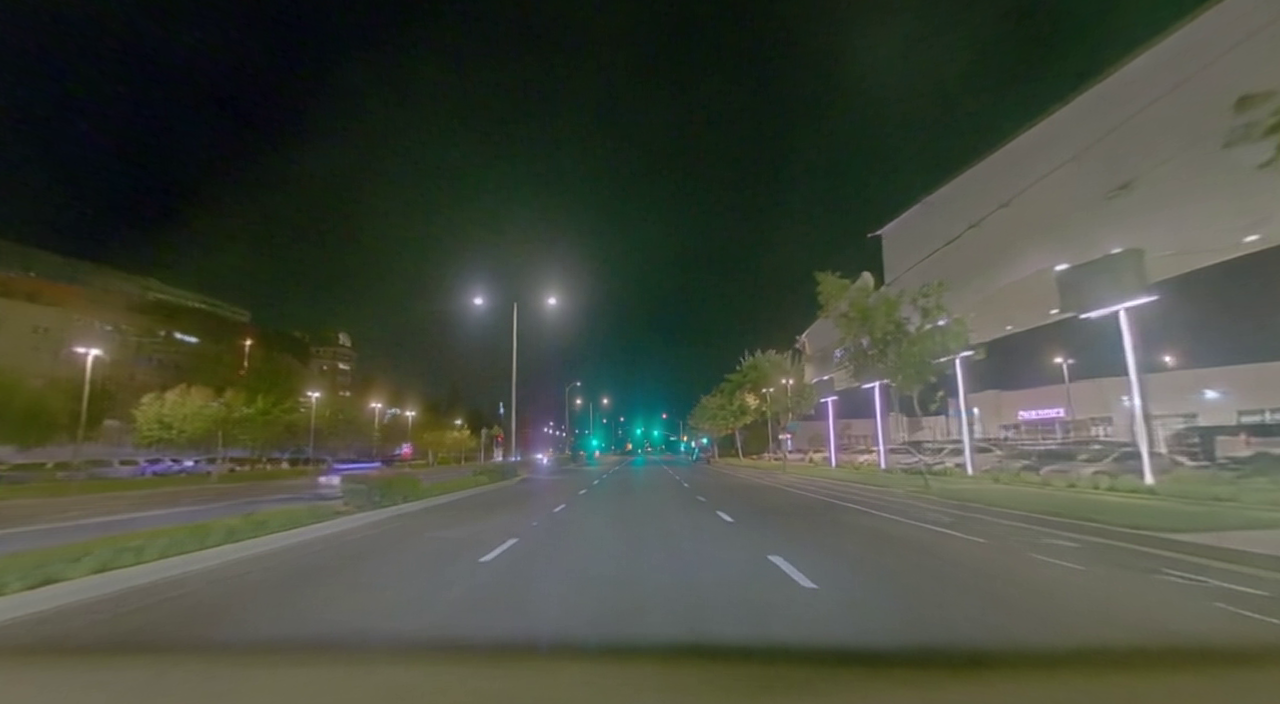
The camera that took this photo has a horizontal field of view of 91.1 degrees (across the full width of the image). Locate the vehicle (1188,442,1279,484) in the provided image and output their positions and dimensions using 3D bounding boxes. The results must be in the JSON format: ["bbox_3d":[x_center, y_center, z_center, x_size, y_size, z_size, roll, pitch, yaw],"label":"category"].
[{"bbox_3d":[27.303,4.835,27.500,4.478,1.746,2.159,0,-9,-1],"label":"vehicle"}]

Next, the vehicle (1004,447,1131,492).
[{"bbox_3d":[16.565,4.479,24.317,4.313,1.584,2.282,5,-10,-29],"label":"vehicle"}]

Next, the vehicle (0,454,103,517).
[{"bbox_3d":[-20.072,4.161,19.766,2.218,1.788,4.604,0,-9,0],"label":"vehicle"}]

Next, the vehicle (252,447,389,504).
[{"bbox_3d":[-9.359,3.614,18.879,1.880,1.461,4.446,0,-9,-2],"label":"vehicle"}]

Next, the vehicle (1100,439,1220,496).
[{"bbox_3d":[18.588,4.064,22.424,3.754,1.844,2.002,5,-10,-31],"label":"vehicle"}]
